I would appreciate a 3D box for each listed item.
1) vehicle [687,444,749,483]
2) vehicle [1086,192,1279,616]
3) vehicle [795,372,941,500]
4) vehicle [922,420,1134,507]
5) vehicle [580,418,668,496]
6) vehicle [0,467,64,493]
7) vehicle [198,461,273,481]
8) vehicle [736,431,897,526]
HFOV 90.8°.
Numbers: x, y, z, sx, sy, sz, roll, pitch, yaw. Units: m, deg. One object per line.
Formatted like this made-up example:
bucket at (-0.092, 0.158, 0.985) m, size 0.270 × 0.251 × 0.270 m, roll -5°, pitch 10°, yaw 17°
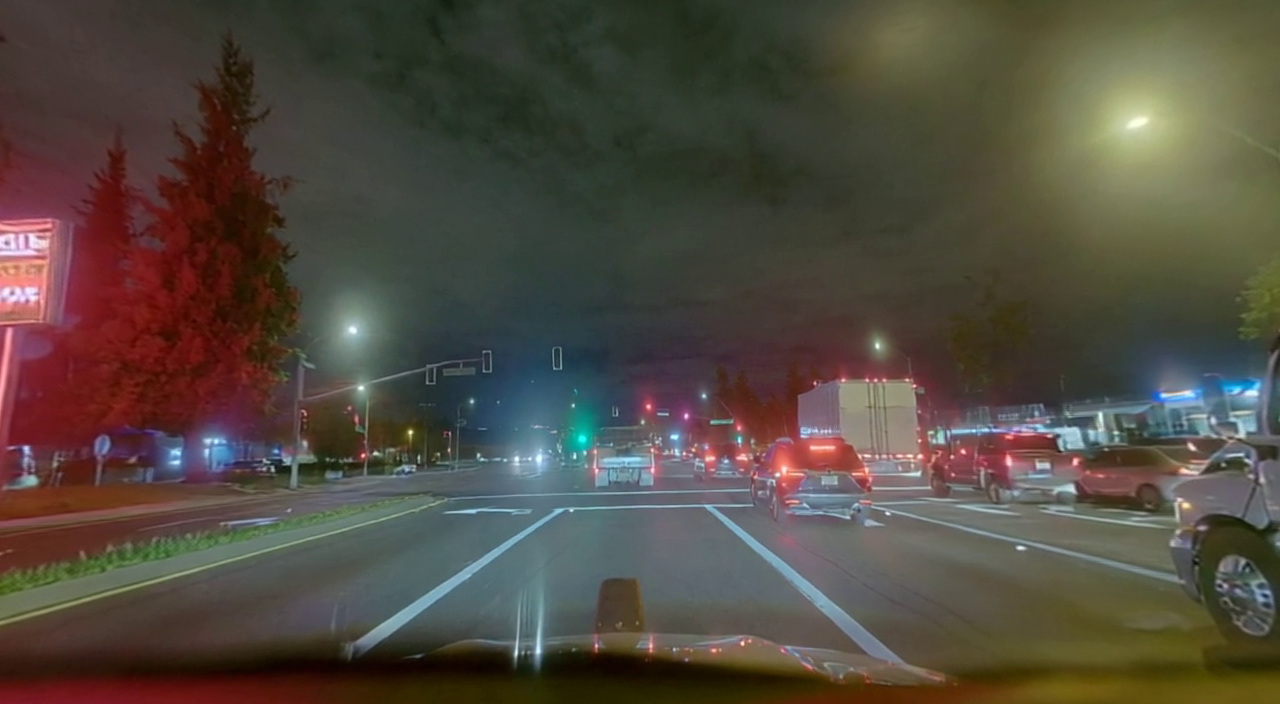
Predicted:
vehicle at (3.155, 4.588, 26.338) m, size 1.922 × 1.483 × 4.436 m, roll 0°, pitch -9°, yaw -1°
vehicle at (6.475, 0.139, 3.254) m, size 2.802 × 3.322 × 7.429 m, roll 0°, pitch -9°, yaw 0°
vehicle at (8.000, 3.282, 24.042) m, size 2.970 × 3.681 × 11.138 m, roll -2°, pitch -9°, yaw 9°
vehicle at (10.232, 3.004, 17.459) m, size 2.163 × 1.973 × 5.692 m, roll 0°, pitch -9°, yaw -1°
vehicle at (-0.488, 3.389, 20.636) m, size 2.499 × 2.183 × 5.111 m, roll 0°, pitch -9°, yaw -1°
vehicle at (-38.188, 7.815, 38.666) m, size 4.150 × 1.474 × 1.826 m, roll -1°, pitch -9°, yaw 6°
vehicle at (-31.781, 9.326, 49.708) m, size 4.457 × 1.434 × 1.949 m, roll 0°, pitch -9°, yaw -1°
vehicle at (3.393, 2.543, 13.312) m, size 1.905 × 1.587 × 4.998 m, roll 0°, pitch -9°, yaw 0°
